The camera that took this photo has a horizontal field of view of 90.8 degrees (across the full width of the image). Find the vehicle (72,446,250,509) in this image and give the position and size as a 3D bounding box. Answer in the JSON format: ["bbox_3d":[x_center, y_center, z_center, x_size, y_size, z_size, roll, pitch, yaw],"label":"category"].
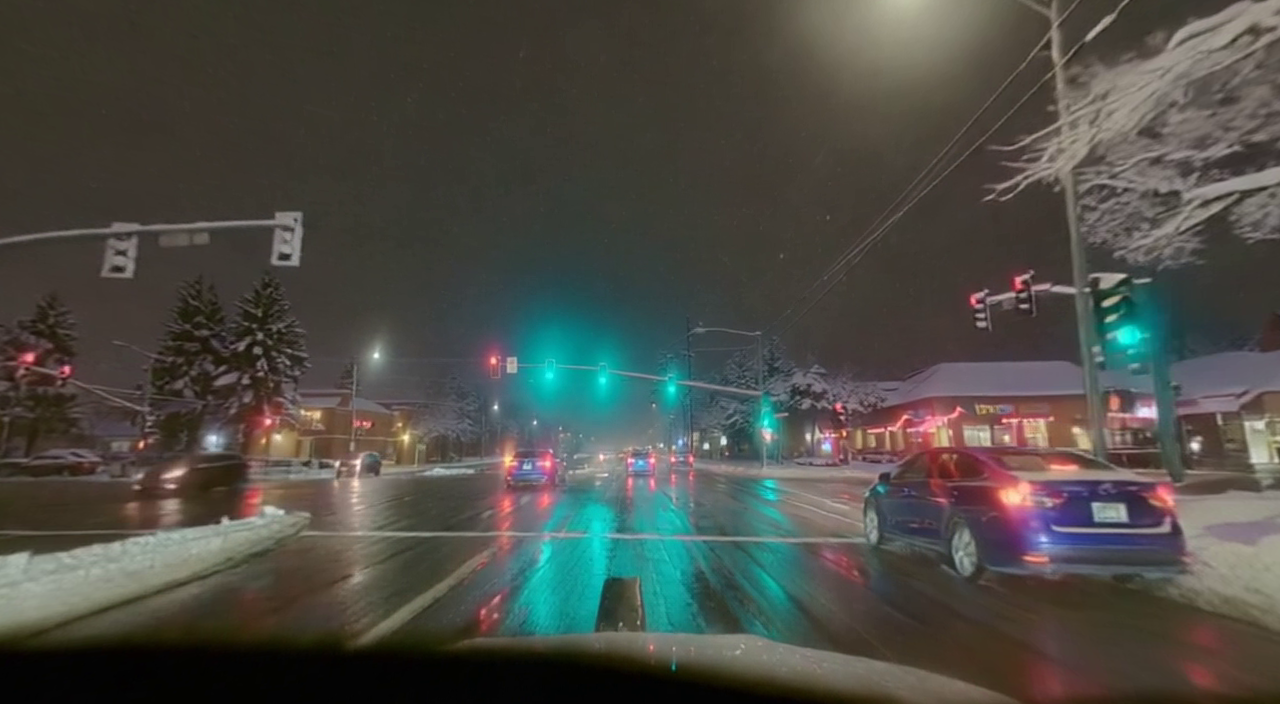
[{"bbox_3d":[-13.990,3.636,18.861,1.987,1.641,4.185,0,-9,0],"label":"vehicle"}]

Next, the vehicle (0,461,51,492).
[{"bbox_3d":[-37.059,7.200,36.574,3.931,1.653,2.134,-1,-9,7],"label":"vehicle"}]

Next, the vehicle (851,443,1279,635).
[{"bbox_3d":[4.417,1.836,7.471,2.119,1.479,4.910,0,-8,0],"label":"vehicle"}]

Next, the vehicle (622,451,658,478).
[{"bbox_3d":[-0.016,6.796,38.407,2.072,1.473,4.139,0,-8,-1],"label":"vehicle"}]

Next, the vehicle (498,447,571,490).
[{"bbox_3d":[-4.135,4.638,25.563,2.035,1.564,4.702,0,-9,1],"label":"vehicle"}]
